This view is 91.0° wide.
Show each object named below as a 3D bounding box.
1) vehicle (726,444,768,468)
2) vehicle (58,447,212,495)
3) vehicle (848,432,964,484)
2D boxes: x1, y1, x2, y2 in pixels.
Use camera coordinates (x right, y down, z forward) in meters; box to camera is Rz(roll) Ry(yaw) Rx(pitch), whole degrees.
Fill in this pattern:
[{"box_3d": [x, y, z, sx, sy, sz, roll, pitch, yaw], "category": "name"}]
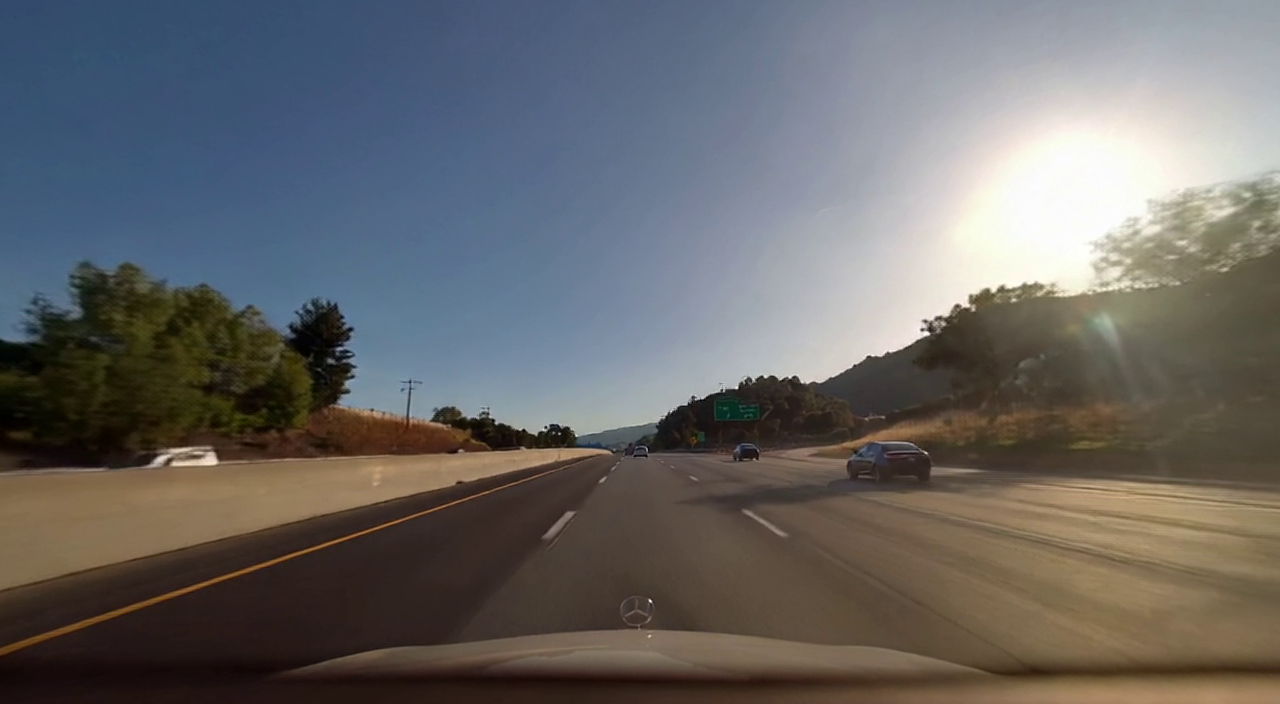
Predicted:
[{"box_3d": [7.315, 7.139, 43.343, 2.053, 1.553, 4.463, 0, -9, -1], "category": "vehicle"}, {"box_3d": [-19.862, 4.660, 25.140, 2.019, 1.701, 4.913, 0, -9, 1], "category": "vehicle"}, {"box_3d": [10.931, 4.409, 26.477, 2.387, 1.936, 5.646, 0, -9, 0], "category": "vehicle"}]
